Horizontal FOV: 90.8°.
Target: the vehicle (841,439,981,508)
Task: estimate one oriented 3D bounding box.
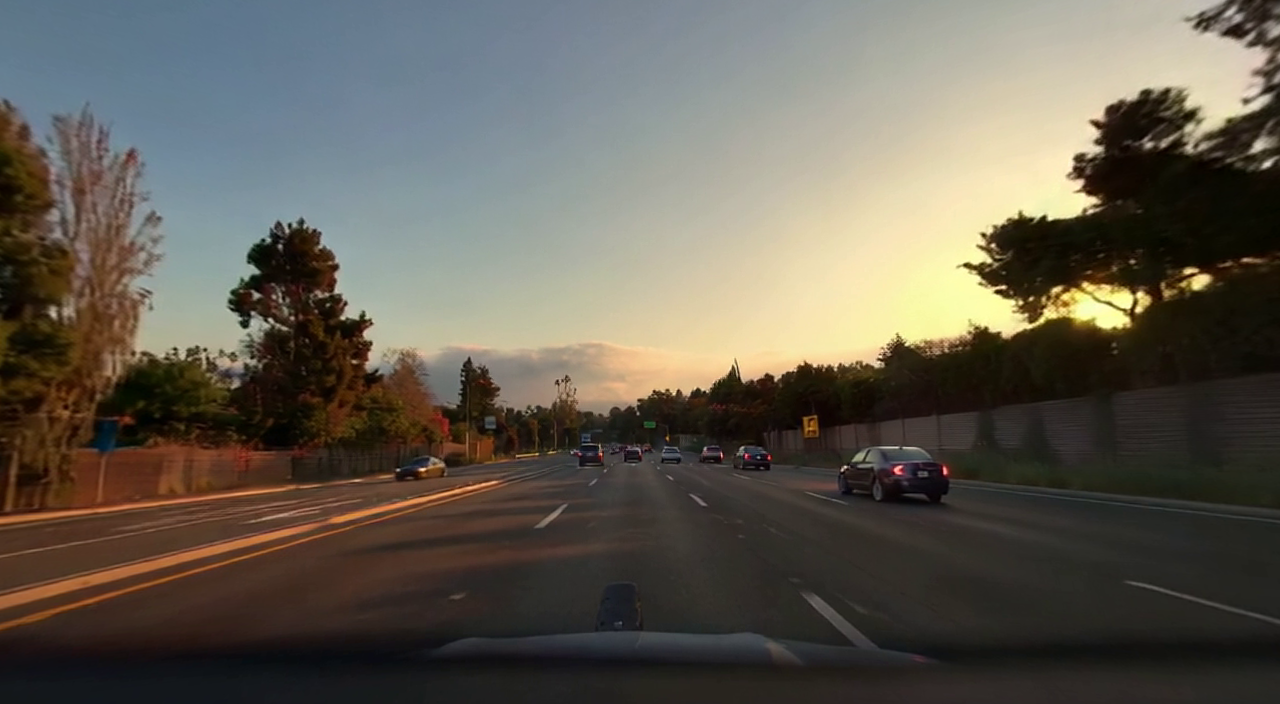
[{"bbox_3d":[6.621,2.973,15.942,1.838,1.518,3.713,0,-8,0],"label":"vehicle"}]

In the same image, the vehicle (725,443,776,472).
[{"bbox_3d":[6.323,6.092,36.715,1.987,1.597,4.463,0,-8,-2],"label":"vehicle"}]

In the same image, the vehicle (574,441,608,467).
[{"bbox_3d":[-3.537,7.514,46.655,2.230,1.827,4.406,0,-8,-1],"label":"vehicle"}]
